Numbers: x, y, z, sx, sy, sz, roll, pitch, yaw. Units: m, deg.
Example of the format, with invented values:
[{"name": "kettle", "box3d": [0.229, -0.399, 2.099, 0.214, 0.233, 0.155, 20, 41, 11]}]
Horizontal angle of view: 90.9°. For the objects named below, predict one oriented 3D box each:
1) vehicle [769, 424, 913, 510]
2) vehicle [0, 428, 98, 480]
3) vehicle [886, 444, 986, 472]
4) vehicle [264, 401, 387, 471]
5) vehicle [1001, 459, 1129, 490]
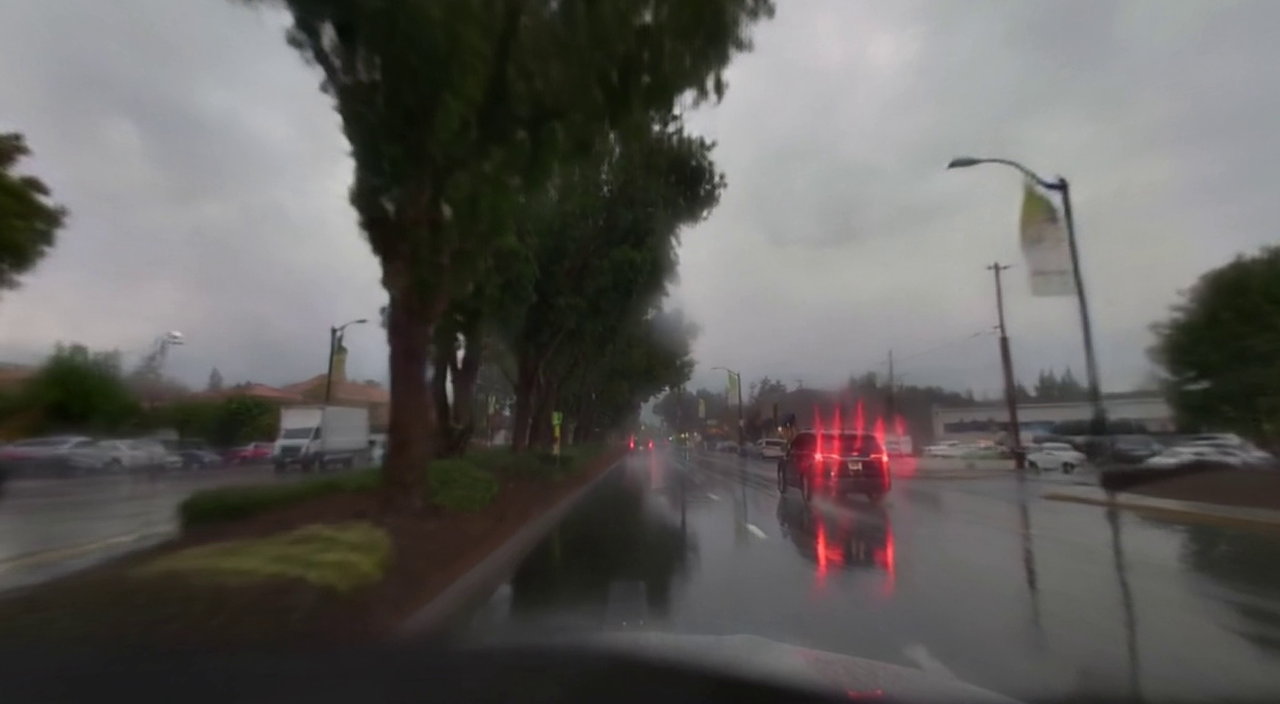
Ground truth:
[{"name": "vehicle", "box3d": [4.351, 2.545, 14.362, 2.072, 1.669, 3.836, 0, -8, 1]}, {"name": "vehicle", "box3d": [-26.231, 4.292, 26.262, 5.253, 1.972, 2.217, -3, -9, 1]}, {"name": "vehicle", "box3d": [17.295, 6.180, 37.056, 1.924, 1.561, 4.849, 8, -11, -42]}, {"name": "vehicle", "box3d": [-18.760, 5.156, 38.475, 3.086, 3.767, 8.298, 0, -8, 0]}, {"name": "vehicle", "box3d": [20.261, 5.831, 30.200, 4.671, 1.349, 1.976, 0, -8, -1]}]
